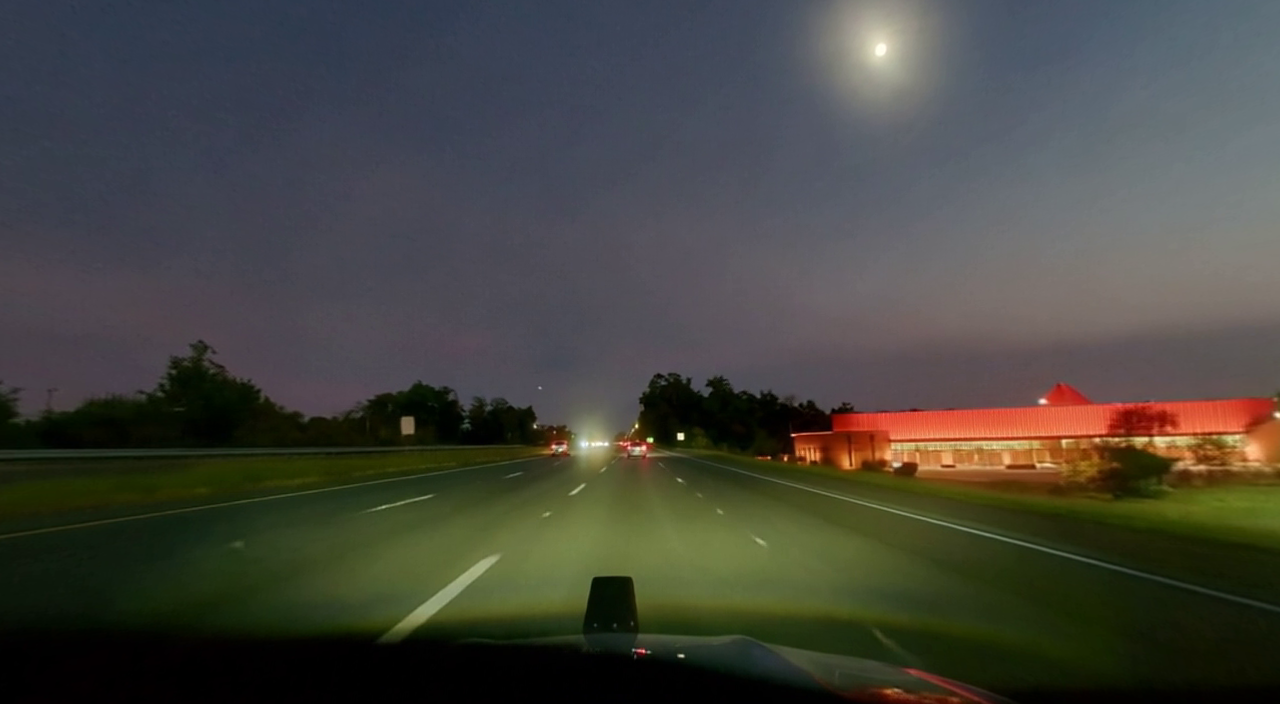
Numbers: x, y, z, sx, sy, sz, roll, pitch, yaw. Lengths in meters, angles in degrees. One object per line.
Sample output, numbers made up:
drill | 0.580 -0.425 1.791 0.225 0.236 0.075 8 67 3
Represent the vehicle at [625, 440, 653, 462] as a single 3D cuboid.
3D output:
vehicle | -0.098 7.754 49.544 2.073 1.635 4.195 0 -9 0
